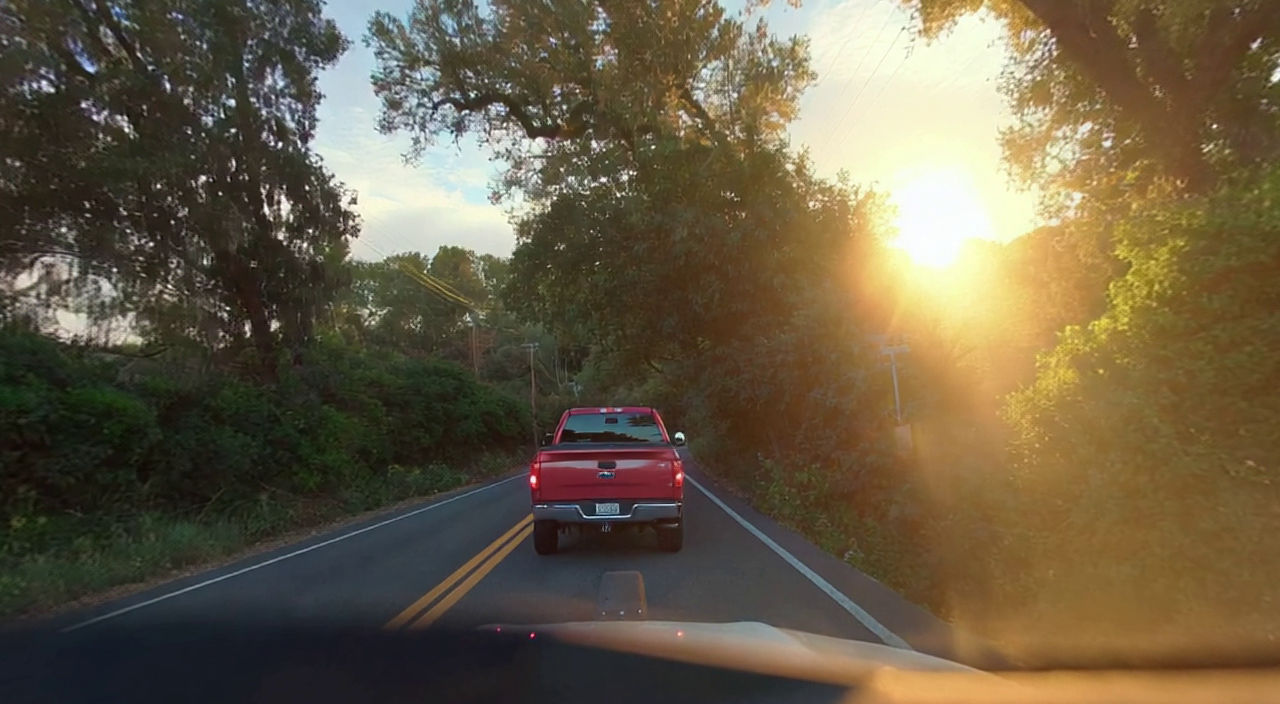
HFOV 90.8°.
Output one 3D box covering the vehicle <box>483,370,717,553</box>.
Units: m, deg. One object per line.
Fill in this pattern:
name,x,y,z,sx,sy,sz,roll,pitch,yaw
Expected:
vehicle,-0.532,1.758,10.729,2.837,2.223,5.885,0,-8,-1
